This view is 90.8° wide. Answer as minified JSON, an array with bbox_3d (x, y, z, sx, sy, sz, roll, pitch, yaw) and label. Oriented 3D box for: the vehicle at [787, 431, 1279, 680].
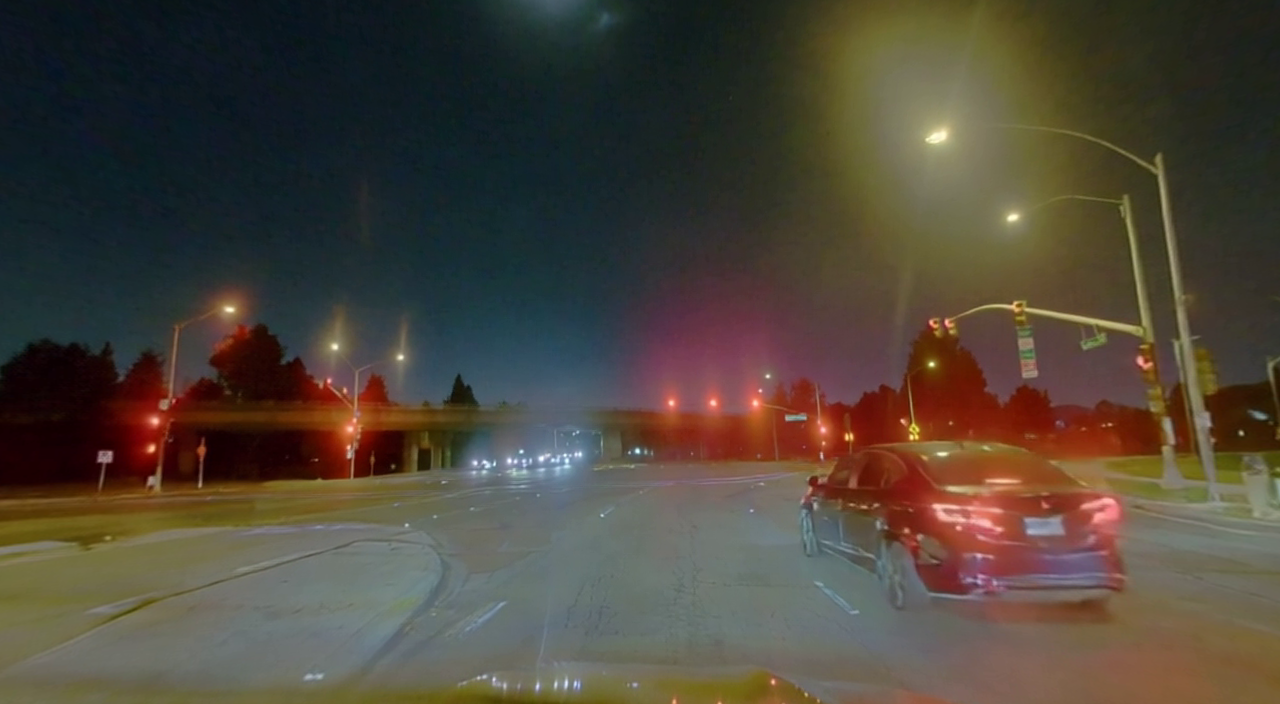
[{"bbox_3d":[2.905,1.533,6.008,1.909,1.425,4.521,0,-9,0],"label":"vehicle"}]
